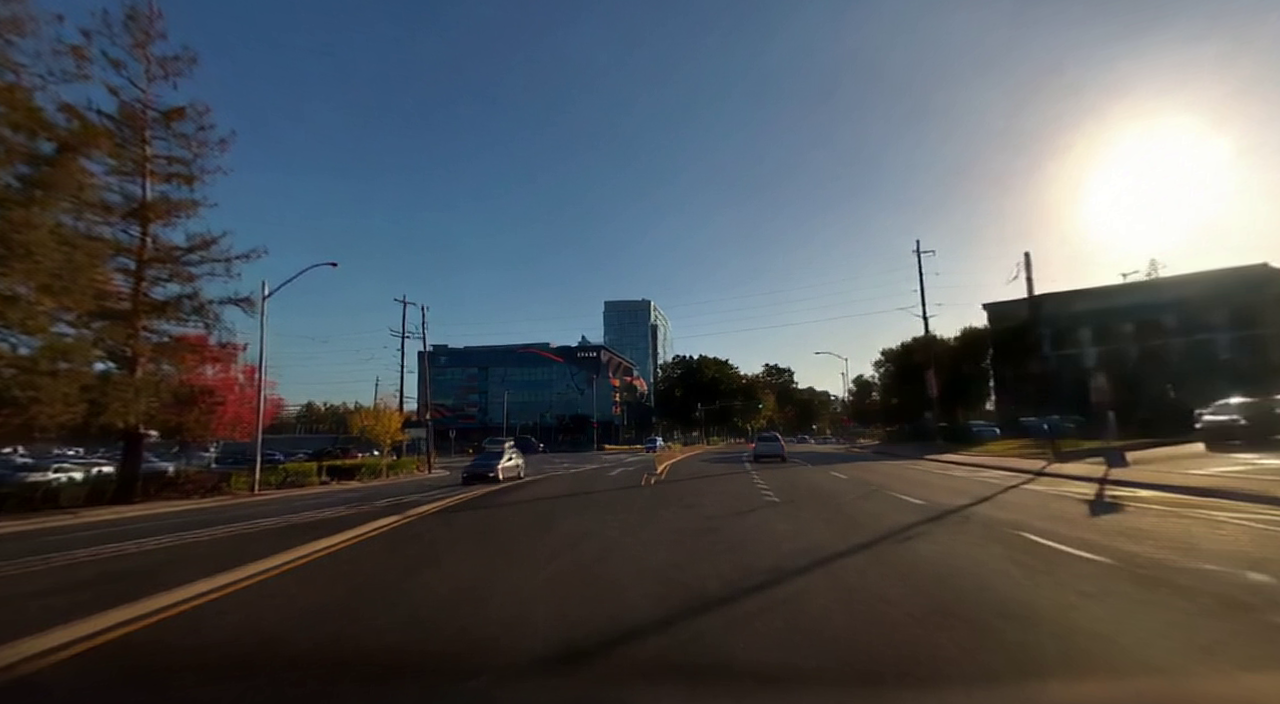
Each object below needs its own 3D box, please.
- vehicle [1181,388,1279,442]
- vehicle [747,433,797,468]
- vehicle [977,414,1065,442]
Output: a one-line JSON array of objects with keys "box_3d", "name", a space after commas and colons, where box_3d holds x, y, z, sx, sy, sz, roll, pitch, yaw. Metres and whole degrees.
[{"box_3d": [22.914, 2.309, 22.910, 4.359, 1.849, 2.152, -1, -9, 7], "name": "vehicle"}, {"box_3d": [6.636, 5.026, 32.179, 2.181, 1.639, 4.127, -1, -9, 7], "name": "vehicle"}, {"box_3d": [25.656, 5.165, 42.720, 4.440, 1.725, 2.255, -1, -9, 8], "name": "vehicle"}]
